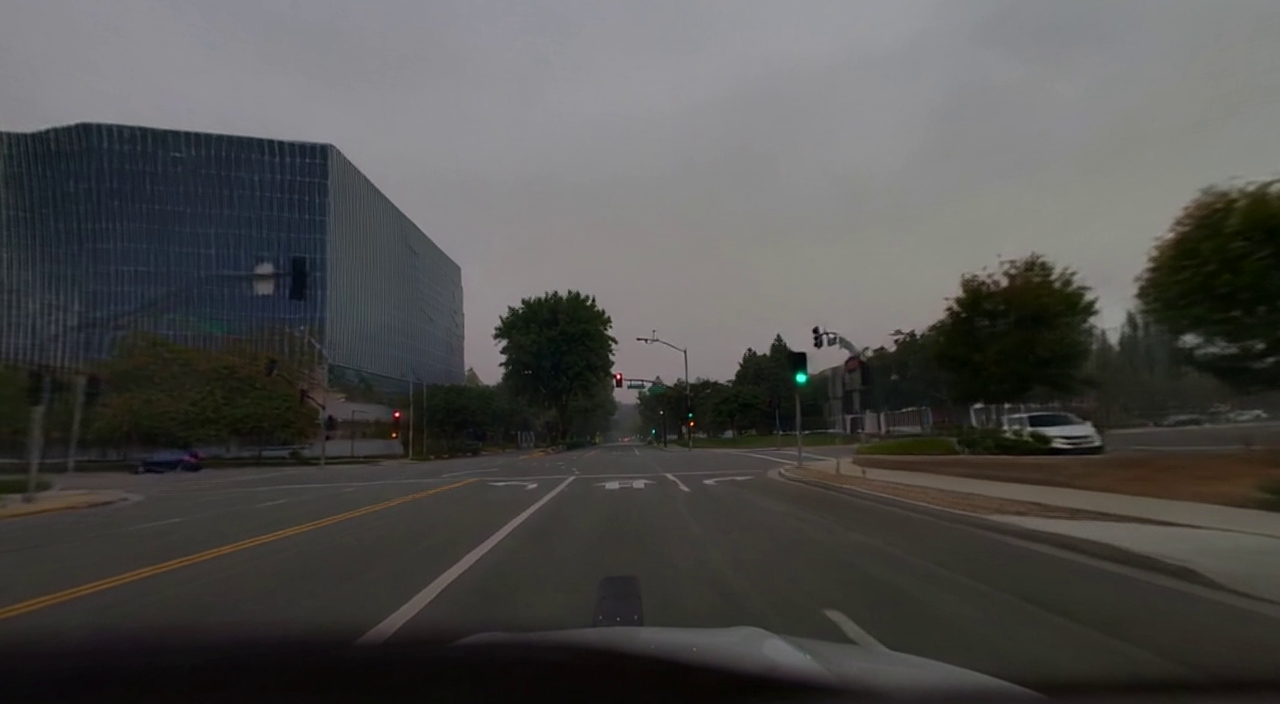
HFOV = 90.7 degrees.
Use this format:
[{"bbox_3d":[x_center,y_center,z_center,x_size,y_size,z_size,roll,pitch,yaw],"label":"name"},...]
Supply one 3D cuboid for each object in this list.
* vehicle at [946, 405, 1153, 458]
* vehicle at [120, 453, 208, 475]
[{"bbox_3d":[11.882,2.354,18.632,4.670,1.476,2.042,0,-8,-1],"label":"vehicle"},{"bbox_3d":[-34.546,8.140,46.007,4.660,1.478,2.007,0,-8,-3],"label":"vehicle"}]
